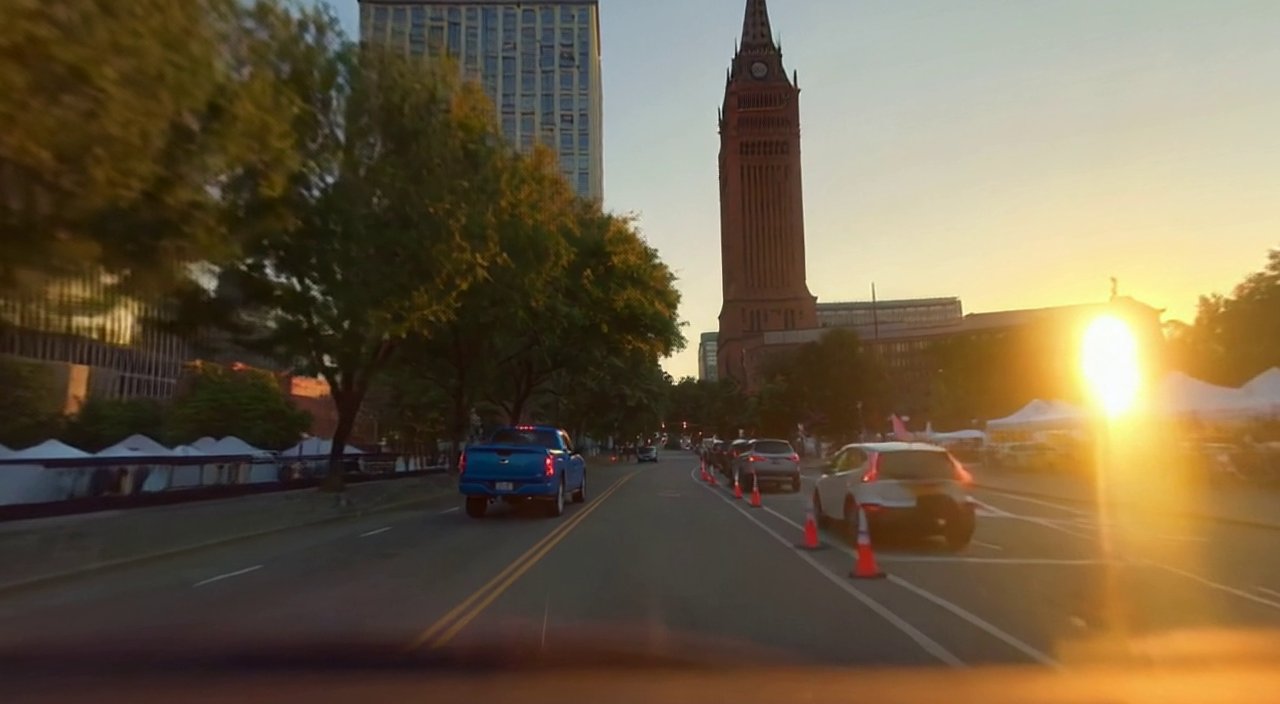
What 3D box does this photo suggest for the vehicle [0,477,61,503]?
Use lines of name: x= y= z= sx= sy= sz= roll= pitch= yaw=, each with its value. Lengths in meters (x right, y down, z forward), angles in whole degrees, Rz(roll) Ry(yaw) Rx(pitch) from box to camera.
vehicle: x=-46.983 y=10.440 z=47.936 sx=1.813 sy=1.628 sz=4.573 roll=1 pitch=-9 yaw=-6

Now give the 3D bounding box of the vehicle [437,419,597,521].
vehicle: x=-2.589 y=2.719 z=15.145 sx=2.452 sy=1.954 sz=5.653 roll=-1 pitch=-9 yaw=3

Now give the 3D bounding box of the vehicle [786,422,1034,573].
vehicle: x=3.417 y=1.907 z=9.035 sx=2.023 sy=1.607 sz=4.225 roll=-1 pitch=-9 yaw=6
